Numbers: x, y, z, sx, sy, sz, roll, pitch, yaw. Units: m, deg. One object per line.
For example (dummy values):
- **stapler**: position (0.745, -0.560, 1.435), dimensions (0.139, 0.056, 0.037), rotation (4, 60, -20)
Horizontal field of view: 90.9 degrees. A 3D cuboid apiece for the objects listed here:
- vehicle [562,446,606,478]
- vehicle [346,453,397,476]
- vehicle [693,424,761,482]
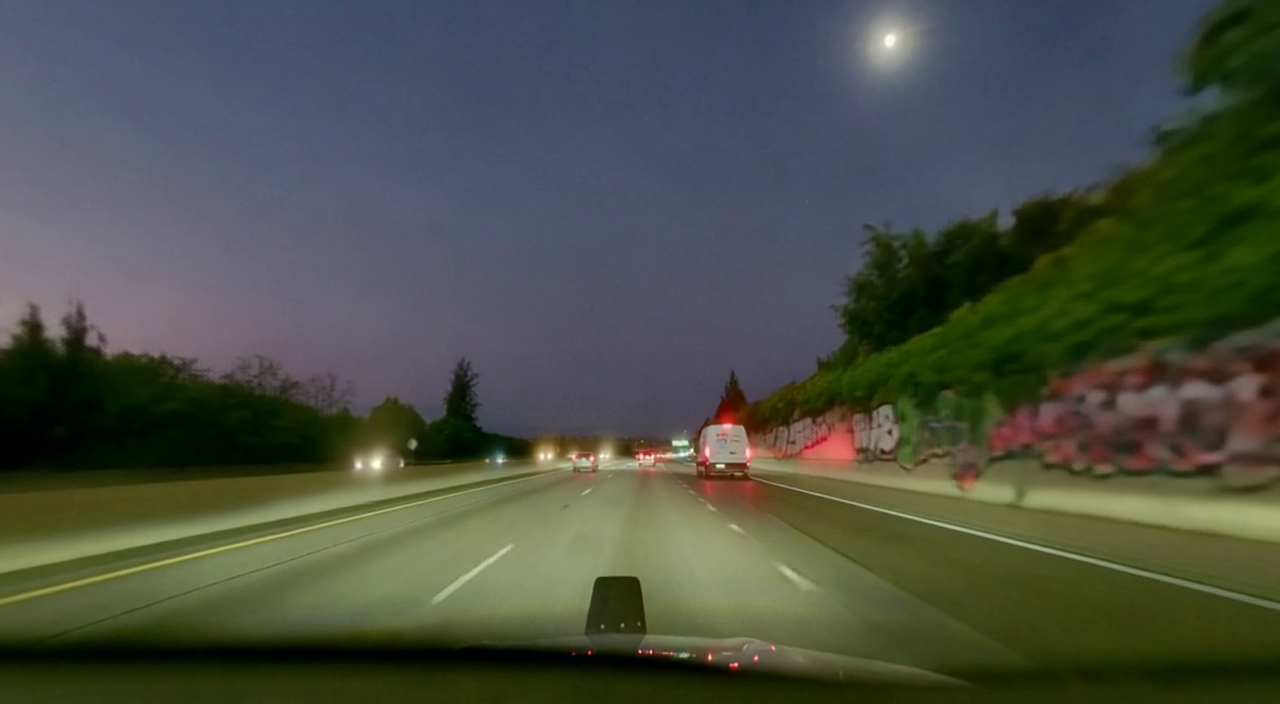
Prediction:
- **vehicle**: position (-3.029, 6.079, 35.057), dimensions (1.964, 1.618, 4.489), rotation (0, -9, 1)
- **vehicle**: position (-19.927, 8.333, 46.923), dimensions (1.900, 1.559, 3.935), rotation (0, -9, 2)
- **vehicle**: position (4.135, 4.970, 31.041), dimensions (2.469, 2.591, 5.653), rotation (0, -9, -1)
